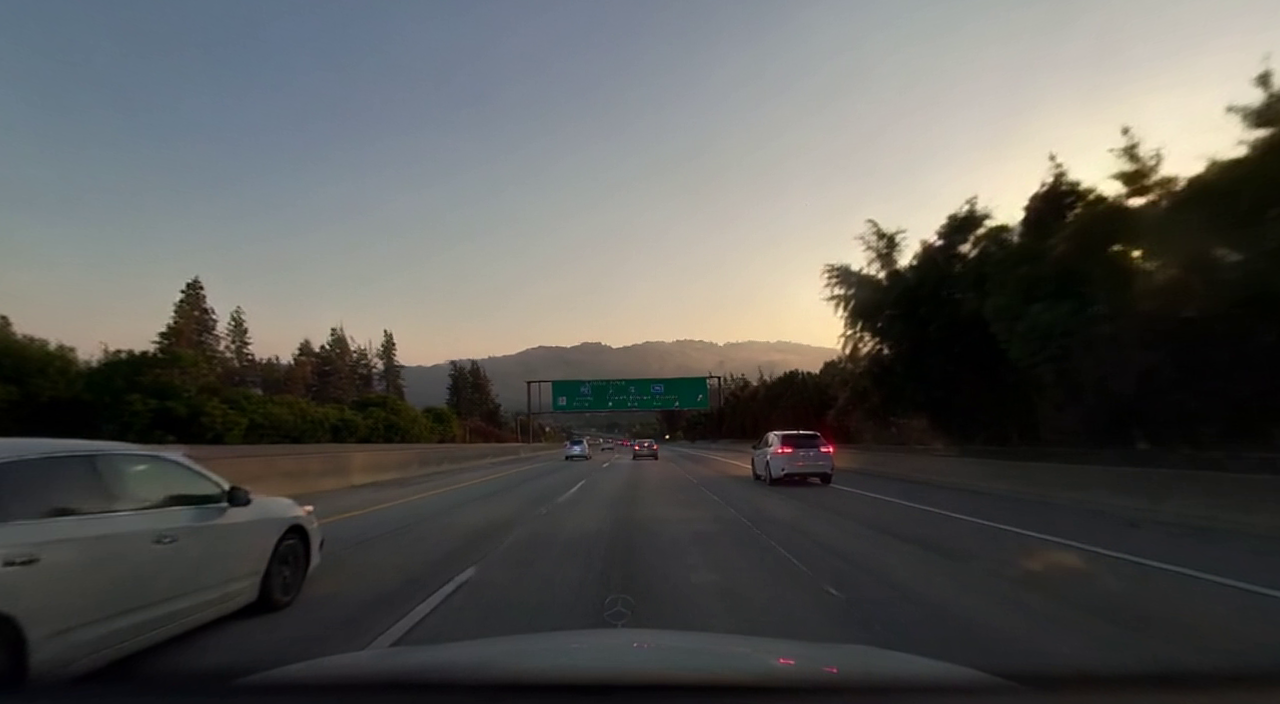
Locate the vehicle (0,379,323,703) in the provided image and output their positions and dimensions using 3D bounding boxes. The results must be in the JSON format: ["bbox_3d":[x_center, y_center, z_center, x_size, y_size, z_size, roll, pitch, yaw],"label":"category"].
[{"bbox_3d":[-3.487,0.914,2.520,2.066,1.561,4.495,0,-8,0],"label":"vehicle"}]

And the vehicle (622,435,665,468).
[{"bbox_3d":[0.202,5.043,32.010,2.049,1.542,3.816,0,-8,1],"label":"vehicle"}]

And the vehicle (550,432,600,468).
[{"bbox_3d":[-3.213,4.971,32.038,2.044,1.682,4.201,0,-8,1],"label":"vehicle"}]

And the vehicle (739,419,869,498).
[{"bbox_3d":[3.941,2.642,15.927,2.025,1.707,4.279,0,-8,-2],"label":"vehicle"}]
